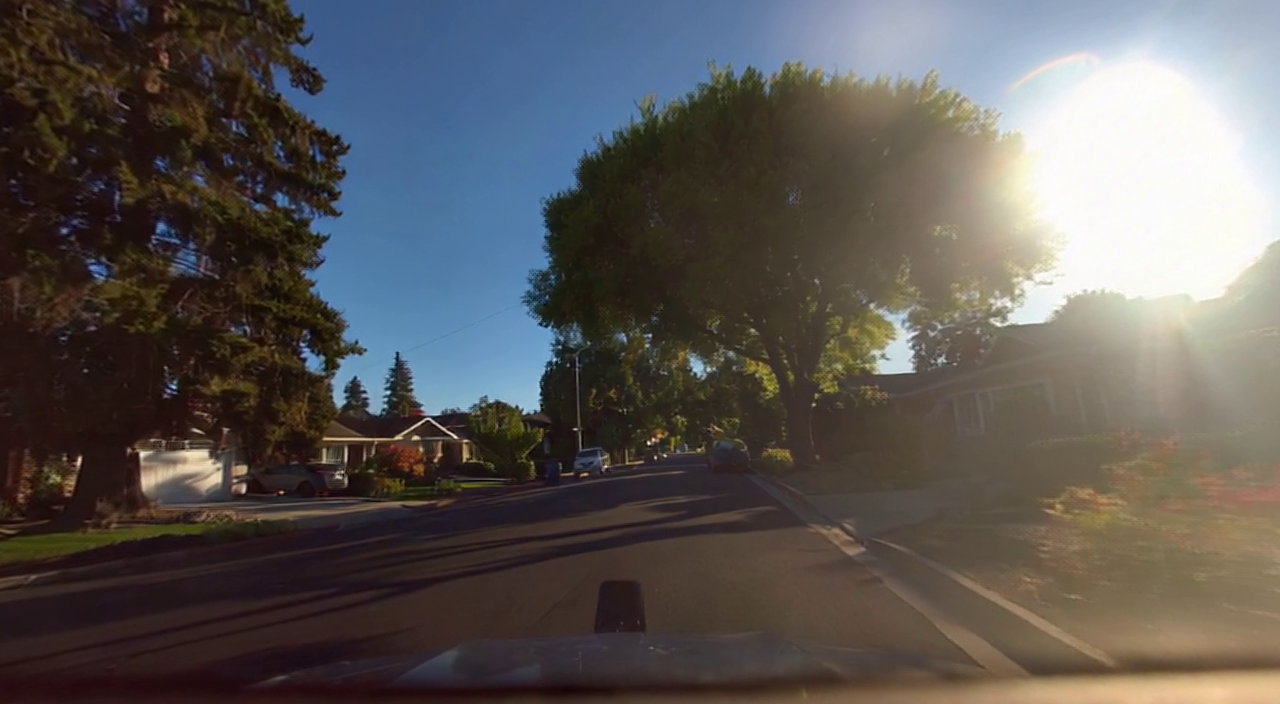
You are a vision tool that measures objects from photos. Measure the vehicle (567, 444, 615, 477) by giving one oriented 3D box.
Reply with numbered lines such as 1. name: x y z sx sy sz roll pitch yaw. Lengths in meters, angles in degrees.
1. vehicle: -3.159 7.107 41.599 2.208 1.834 4.675 -5 -9 5

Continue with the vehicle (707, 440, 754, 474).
1. vehicle: 4.330 5.102 30.887 2.005 1.553 3.984 0 -9 4

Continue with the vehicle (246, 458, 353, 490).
1. vehicle: -17.258 6.200 32.122 4.404 1.495 1.844 -1 -9 7
